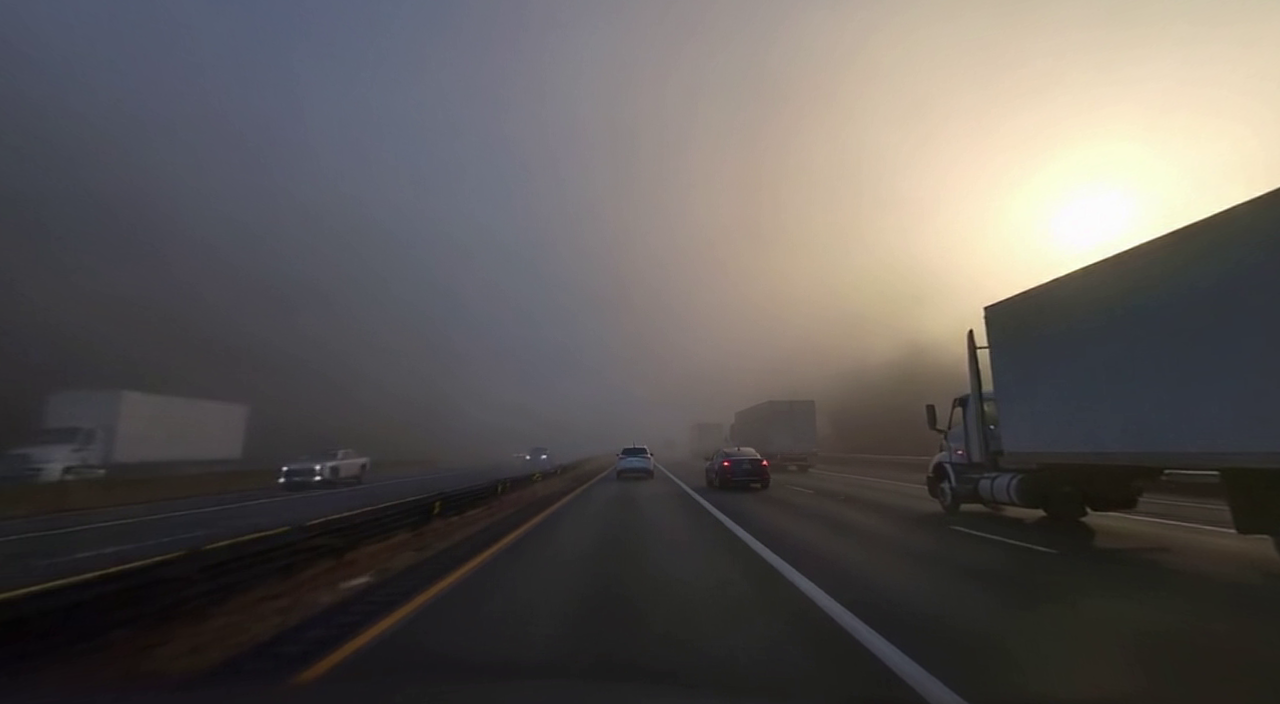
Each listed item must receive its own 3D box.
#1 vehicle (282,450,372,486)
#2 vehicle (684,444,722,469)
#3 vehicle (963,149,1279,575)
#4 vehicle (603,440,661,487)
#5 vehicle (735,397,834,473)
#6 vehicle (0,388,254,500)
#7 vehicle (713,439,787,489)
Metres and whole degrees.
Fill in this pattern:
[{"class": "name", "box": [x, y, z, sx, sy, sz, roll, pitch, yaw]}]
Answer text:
[{"class": "vehicle", "box": [-14.535, 5.378, 29.637, 1.868, 1.537, 4.403, -1, -9, 2]}, {"class": "vehicle", "box": [4.266, 7.142, 43.228, 2.150, 1.632, 4.260, 0, -9, 0]}, {"class": "vehicle", "box": [7.597, 0.319, 7.567, 2.823, 4.063, 8.485, 0, -9, 0]}, {"class": "vehicle", "box": [-0.271, 4.180, 23.841, 2.023, 1.618, 3.628, 0, -9, 1]}, {"class": "vehicle", "box": [8.904, 5.635, 41.600, 2.858, 4.068, 15.162, 0, -9, 0]}, {"class": "vehicle", "box": [-19.381, 3.652, 24.830, 2.870, 3.622, 8.269, 0, -9, 1]}, {"class": "vehicle", "box": [3.840, 3.989, 22.698, 1.920, 1.594, 3.867, 0, -9, 0]}]
